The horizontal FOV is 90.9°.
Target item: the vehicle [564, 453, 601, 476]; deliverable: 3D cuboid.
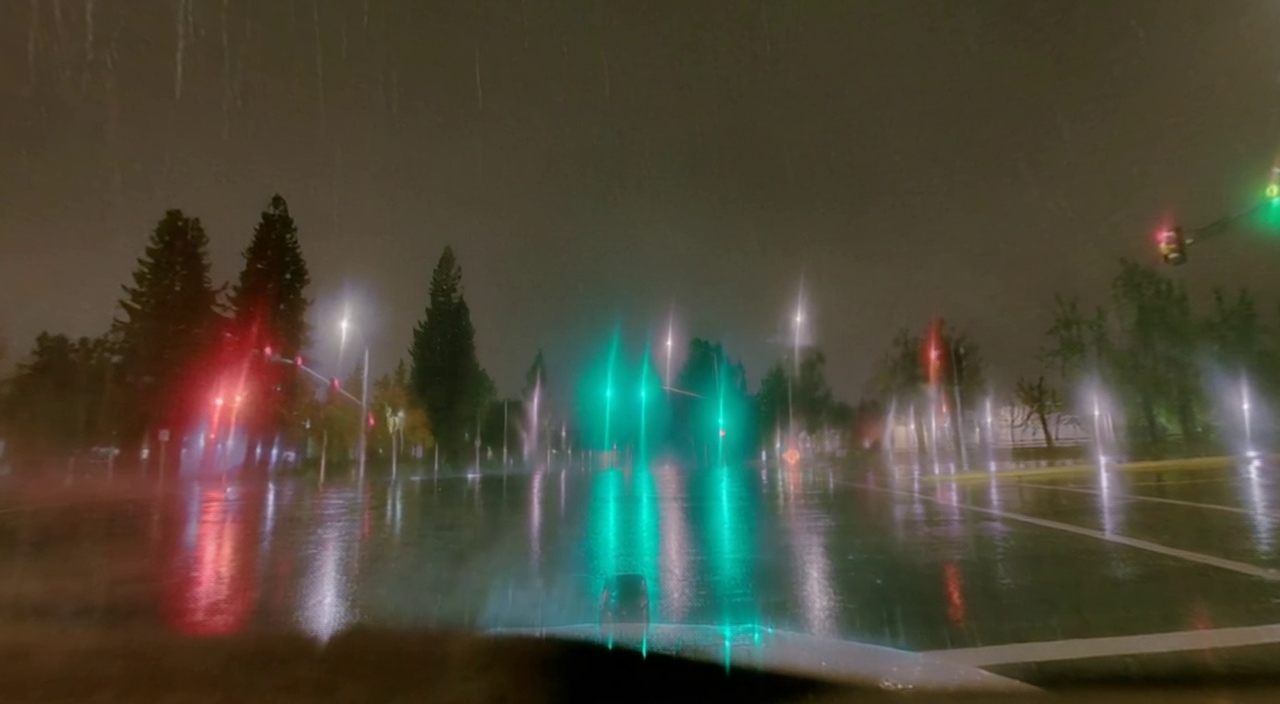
[{"bbox_3d":[-4.457,8.849,49.831,2.030,1.704,4.205,-1,-8,7],"label":"vehicle"}]
